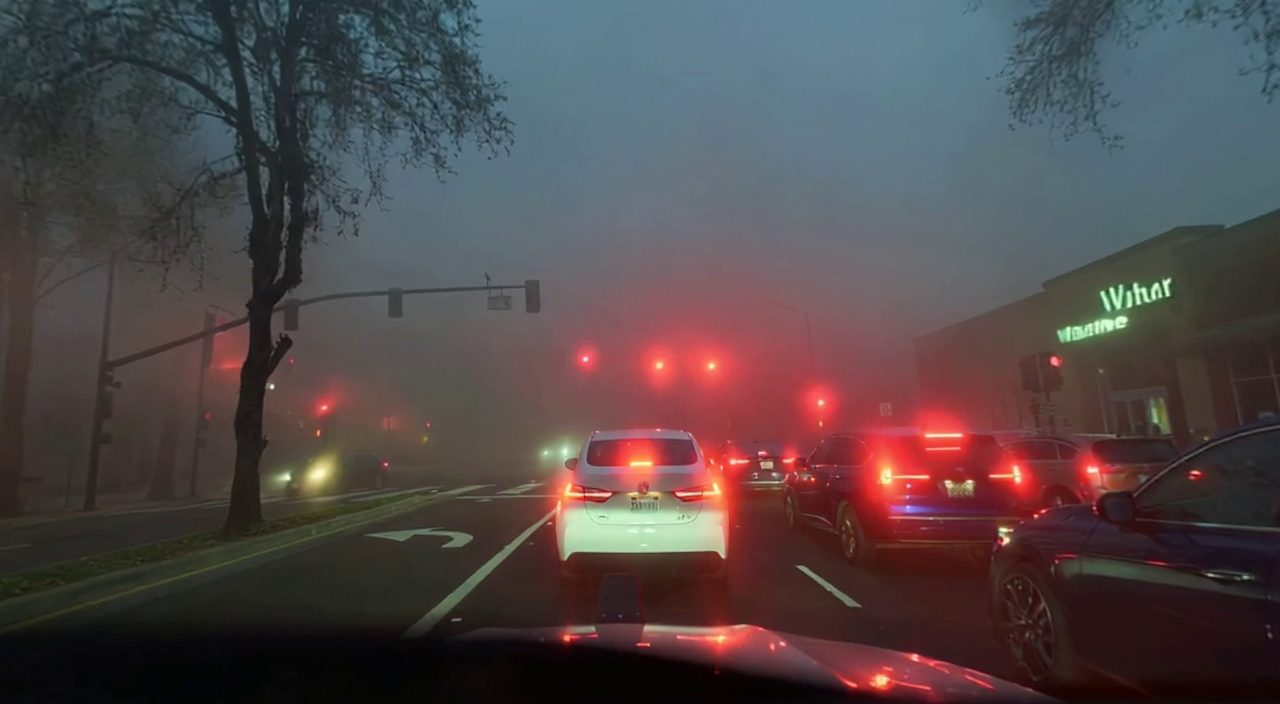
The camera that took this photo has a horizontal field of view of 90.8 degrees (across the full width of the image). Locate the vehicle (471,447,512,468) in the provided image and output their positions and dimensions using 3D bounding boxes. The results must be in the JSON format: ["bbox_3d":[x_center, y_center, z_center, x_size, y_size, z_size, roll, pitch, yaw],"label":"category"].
[{"bbox_3d":[-11.268,7.999,48.240,2.099,1.478,4.411,0,-9,0],"label":"vehicle"}]

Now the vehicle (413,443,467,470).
[{"bbox_3d":[-15.087,7.886,48.054,2.395,1.903,4.860,-1,-9,1],"label":"vehicle"}]

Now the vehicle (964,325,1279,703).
[{"bbox_3d":[2.987,0.695,1.541,2.075,1.661,4.401,0,-9,1],"label":"vehicle"}]

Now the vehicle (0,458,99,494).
[{"bbox_3d":[-27.204,5.493,28.073,4.285,1.427,1.883,3,-9,-23],"label":"vehicle"}]

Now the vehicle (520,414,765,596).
[{"bbox_3d":[0.003,1.631,7.497,2.154,1.577,3.723,0,-9,-1],"label":"vehicle"}]

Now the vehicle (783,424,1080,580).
[{"bbox_3d":[3.321,1.779,8.294,1.865,1.496,4.170,0,-9,0],"label":"vehicle"}]

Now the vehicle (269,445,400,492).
[{"bbox_3d":[-11.695,4.405,24.219,4.265,1.604,2.269,4,-10,-29],"label":"vehicle"}]
